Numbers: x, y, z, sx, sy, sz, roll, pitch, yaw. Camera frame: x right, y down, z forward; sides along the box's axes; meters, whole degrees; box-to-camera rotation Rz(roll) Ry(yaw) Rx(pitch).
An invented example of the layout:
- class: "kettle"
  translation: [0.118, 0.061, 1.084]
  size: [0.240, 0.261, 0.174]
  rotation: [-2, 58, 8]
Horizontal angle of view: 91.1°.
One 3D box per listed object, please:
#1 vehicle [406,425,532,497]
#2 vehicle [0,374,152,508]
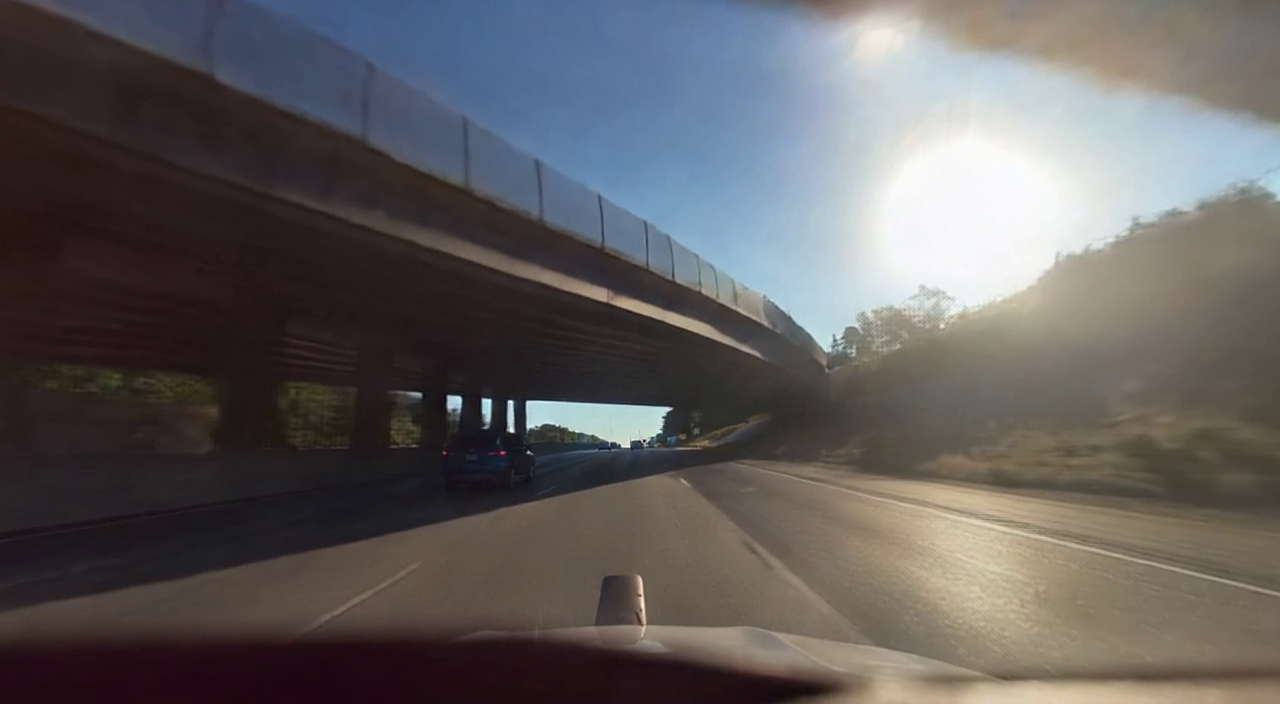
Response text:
- class: "vehicle"
  translation: [-4.374, 2.871, 16.897]
  size: [2.125, 1.662, 4.336]
  rotation: [0, -8, 1]
- class: "vehicle"
  translation: [-17.243, 2.043, 14.345]
  size: [2.936, 3.275, 11.845]
  rotation: [0, -8, -1]
